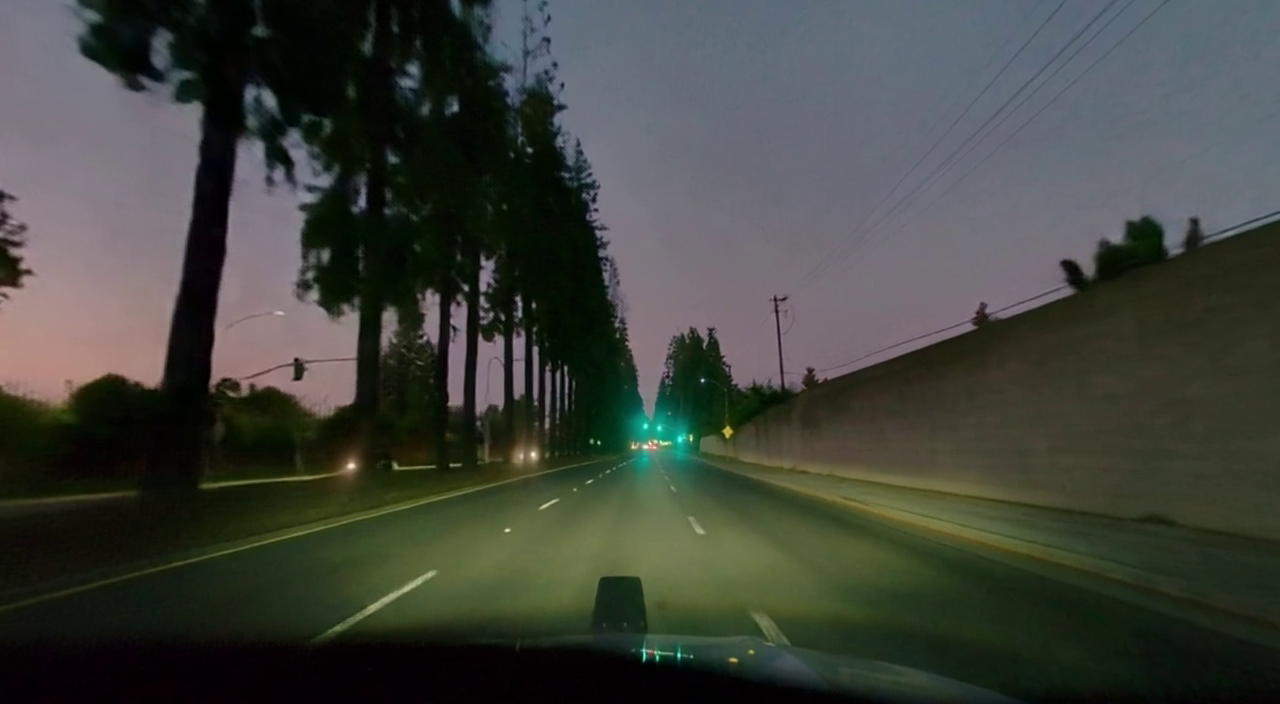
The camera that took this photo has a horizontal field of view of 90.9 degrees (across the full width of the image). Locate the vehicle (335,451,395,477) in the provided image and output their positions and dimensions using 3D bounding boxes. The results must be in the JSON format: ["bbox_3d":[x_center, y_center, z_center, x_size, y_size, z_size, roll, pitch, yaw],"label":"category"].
[{"bbox_3d":[-18.104,7.380,41.757,1.930,1.608,4.414,0,-8,0],"label":"vehicle"}]
